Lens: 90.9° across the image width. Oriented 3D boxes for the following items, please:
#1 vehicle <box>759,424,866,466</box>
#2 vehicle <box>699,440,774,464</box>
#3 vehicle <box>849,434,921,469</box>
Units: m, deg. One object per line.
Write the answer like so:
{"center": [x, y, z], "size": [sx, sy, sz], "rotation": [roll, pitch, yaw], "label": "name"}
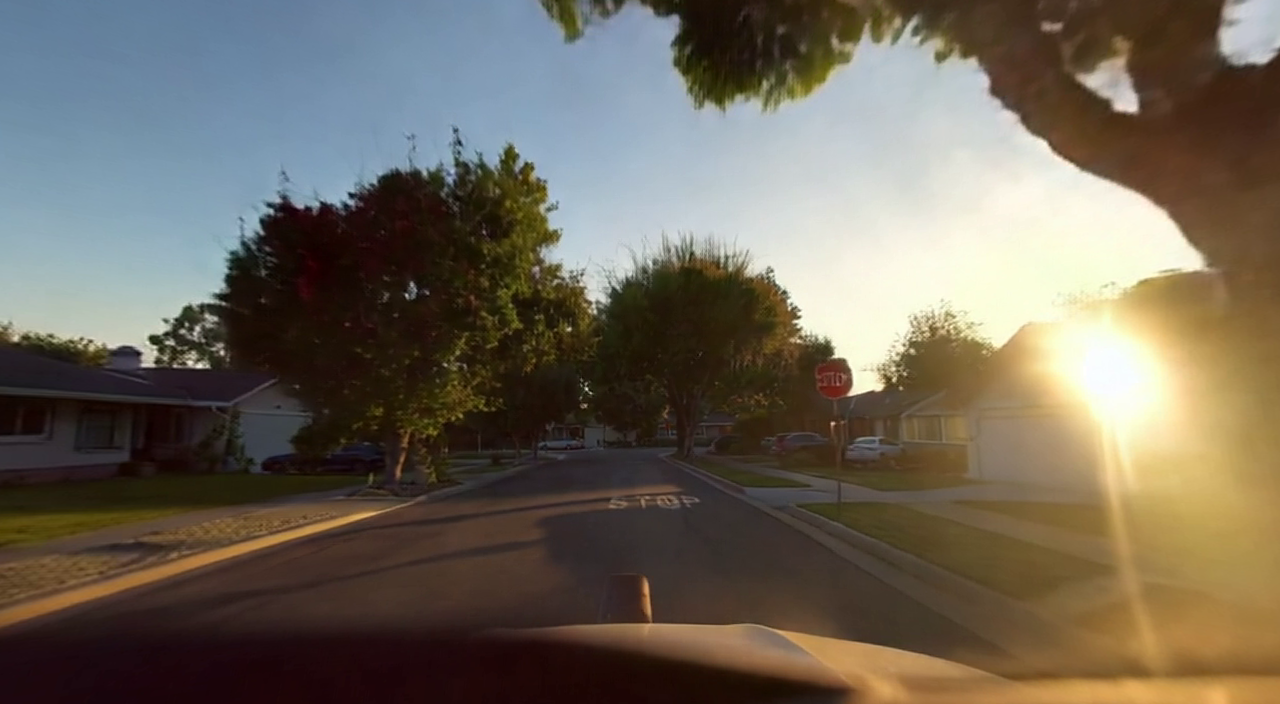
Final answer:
{"center": [9.650, 5.203, 35.576], "size": [5.239, 1.933, 2.131], "rotation": [-4, -6, -3], "label": "vehicle"}
{"center": [5.816, 6.080, 38.315], "size": [4.229, 1.402, 1.811], "rotation": [0, -8, 0], "label": "vehicle"}
{"center": [11.546, 4.619, 29.501], "size": [2.004, 1.511, 4.494], "rotation": [-6, -10, 35], "label": "vehicle"}
